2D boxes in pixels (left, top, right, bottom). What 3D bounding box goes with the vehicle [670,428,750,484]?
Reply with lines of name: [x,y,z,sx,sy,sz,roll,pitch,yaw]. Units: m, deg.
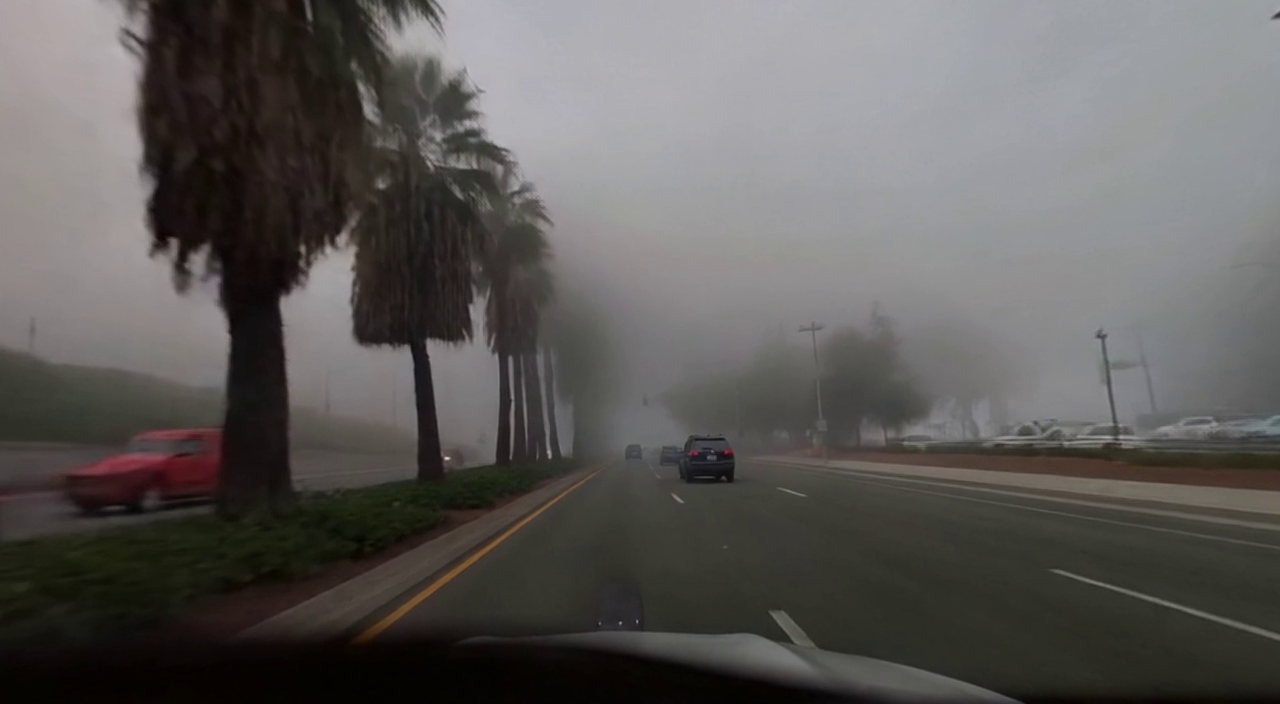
vehicle: [2.686,4.227,25.872,2.559,2.017,5.562,0,-9,-1]

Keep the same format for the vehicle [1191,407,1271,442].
vehicle: [37.824,4.760,40.630,2.235,2.018,6.593,-5,-10,30]

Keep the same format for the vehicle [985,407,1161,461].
vehicle: [19.198,3.809,28.517,2.305,2.084,6.115,1,-10,-21]
